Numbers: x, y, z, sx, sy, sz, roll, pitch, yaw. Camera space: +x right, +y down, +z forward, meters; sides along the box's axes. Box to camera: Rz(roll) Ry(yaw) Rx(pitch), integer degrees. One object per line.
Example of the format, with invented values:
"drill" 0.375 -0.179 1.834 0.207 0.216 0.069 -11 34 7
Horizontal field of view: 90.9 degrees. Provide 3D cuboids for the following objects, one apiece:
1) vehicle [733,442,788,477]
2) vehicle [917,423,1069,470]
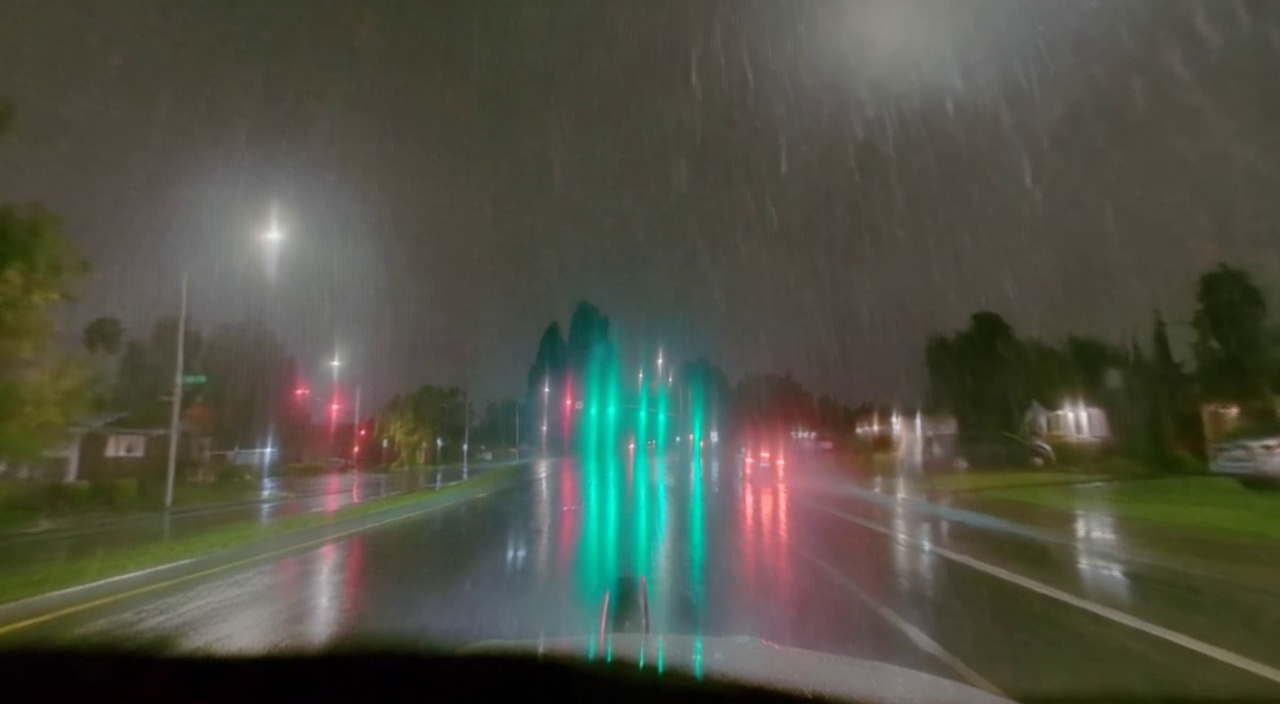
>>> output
"vehicle" 5.767 5.212 30.725 1.950 1.567 4.083 0 -9 1
"vehicle" 13.412 3.631 24.184 4.474 1.710 2.148 0 -9 1
